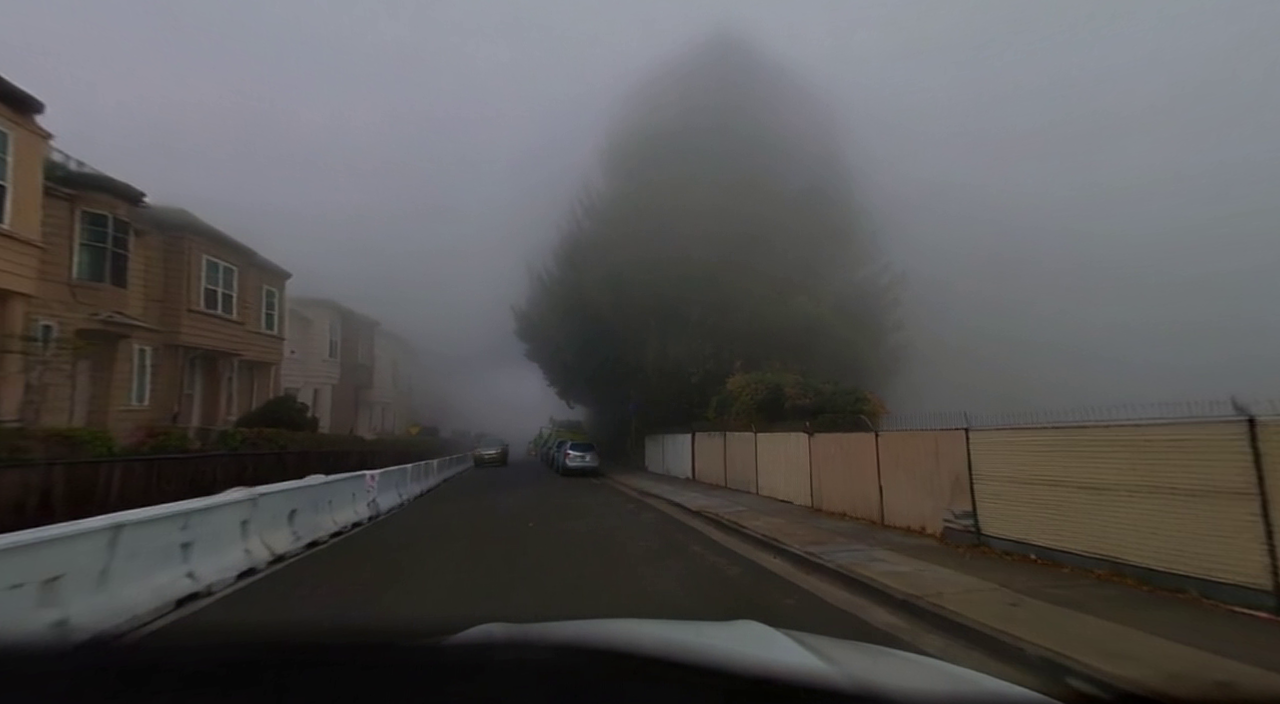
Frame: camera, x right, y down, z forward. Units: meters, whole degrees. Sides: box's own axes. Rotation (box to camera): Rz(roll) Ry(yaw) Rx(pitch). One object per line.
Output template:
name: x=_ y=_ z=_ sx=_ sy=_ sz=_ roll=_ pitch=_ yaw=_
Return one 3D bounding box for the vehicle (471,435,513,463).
vehicle: x=-8.603 y=5.613 z=36.831 sx=1.834 sy=1.543 sz=3.497 roll=0 pitch=-8 yaw=-4

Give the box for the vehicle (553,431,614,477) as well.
vehicle: x=-2.441 y=4.195 z=26.309 sx=2.066 sy=1.739 sz=4.234 roll=1 pitch=-8 yaw=-11
